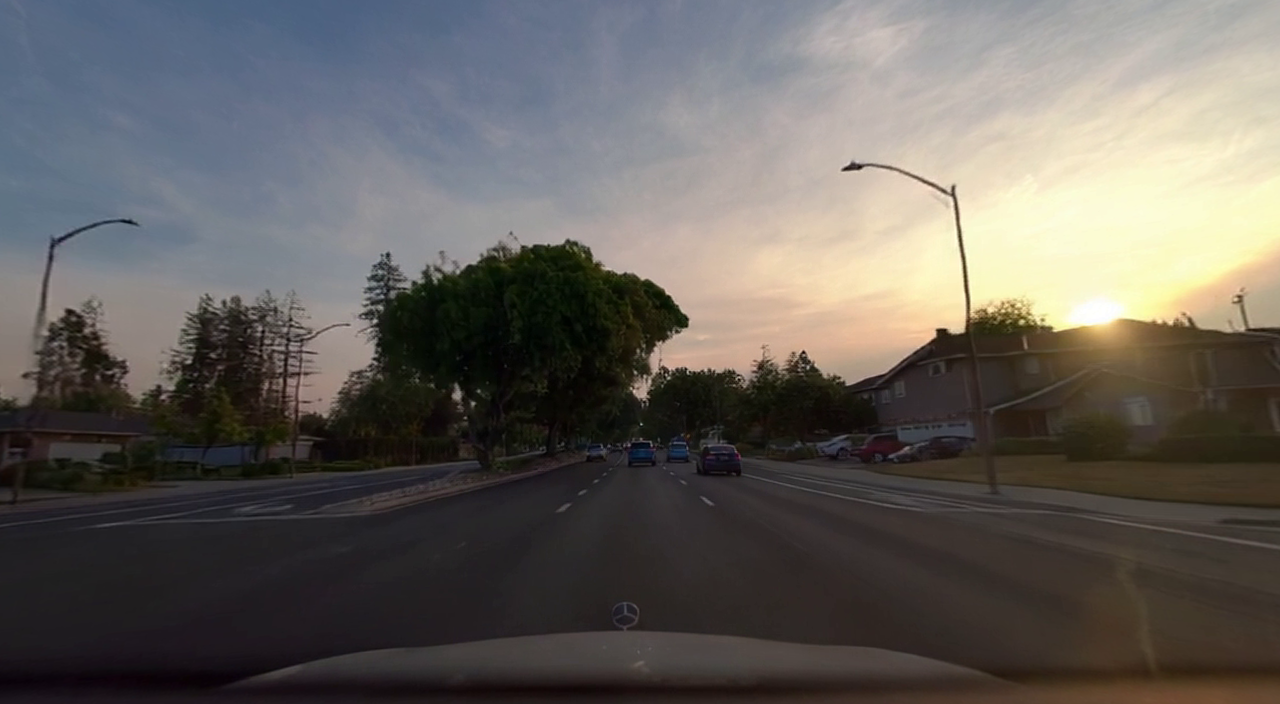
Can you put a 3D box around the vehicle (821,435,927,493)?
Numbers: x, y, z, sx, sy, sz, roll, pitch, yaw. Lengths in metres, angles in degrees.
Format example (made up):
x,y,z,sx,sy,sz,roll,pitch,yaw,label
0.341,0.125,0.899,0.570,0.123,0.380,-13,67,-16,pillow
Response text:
x,y,z,sx,sy,sz,roll,pitch,yaw,label
7.709,3.698,21.241,1.933,1.759,3.900,0,-8,-2,vehicle

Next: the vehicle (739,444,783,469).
x,y,z,sx,sy,sz,roll,pitch,yaw,label
7.748,6.721,40.931,1.965,1.486,4.707,0,-8,0,vehicle

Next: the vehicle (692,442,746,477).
x,y,z,sx,sy,sz,roll,pitch,yaw,label
3.523,4.845,28.835,1.830,1.451,4.009,0,-8,-1,vehicle

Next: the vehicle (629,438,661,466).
x,y,z,sx,sy,sz,roll,pitch,yaw,label
0.279,6.690,42.307,2.043,1.734,4.253,0,-8,-1,vehicle

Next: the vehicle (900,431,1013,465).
x,y,z,sx,sy,sz,roll,pitch,yaw,label
15.529,4.748,31.190,4.491,1.593,1.884,-1,-8,3,vehicle

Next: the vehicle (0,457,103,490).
x,y,z,sx,sy,sz,roll,pitch,yaw,label
-29.949,6.107,32.127,1.806,1.476,3.985,0,-8,-1,vehicle
